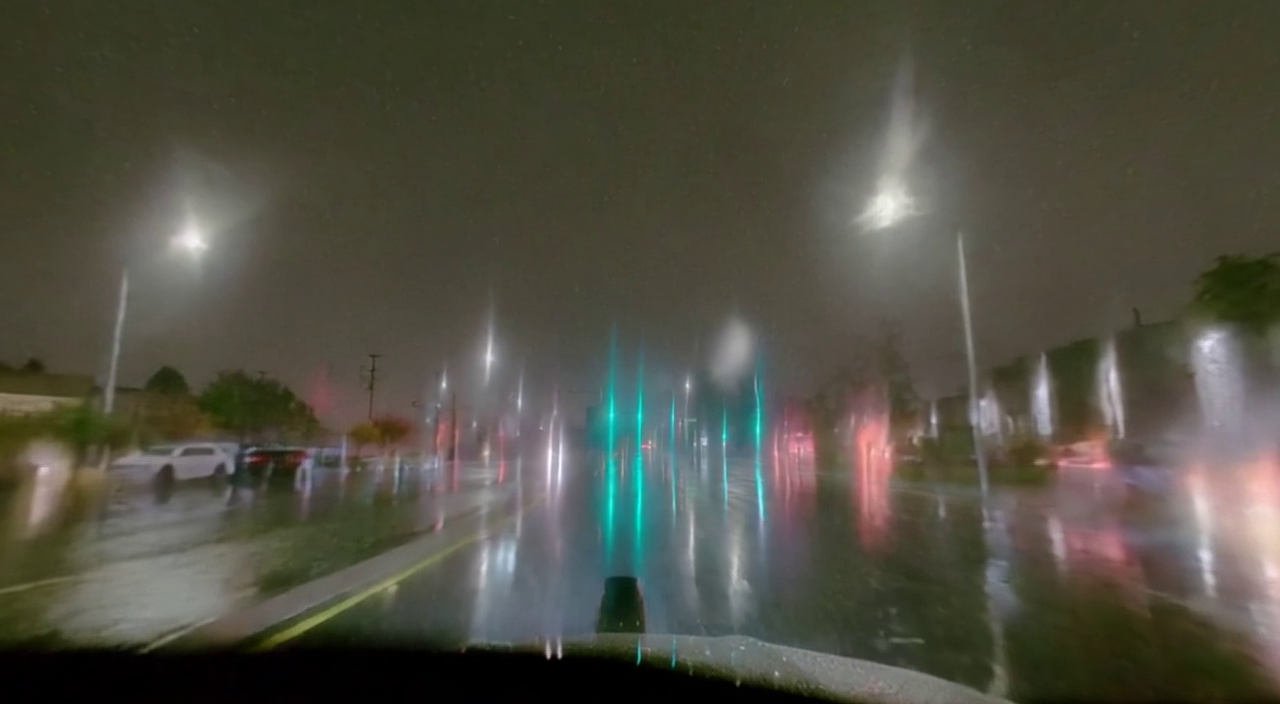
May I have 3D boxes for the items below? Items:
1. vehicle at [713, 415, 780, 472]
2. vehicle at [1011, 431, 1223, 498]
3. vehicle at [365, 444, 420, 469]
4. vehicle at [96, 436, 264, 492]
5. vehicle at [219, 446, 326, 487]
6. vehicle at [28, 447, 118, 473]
[{"bbox_3d":[6.552,5.823,40.006,2.802,3.208,7.459,1,-9,-1],"label":"vehicle"},{"bbox_3d":[12.739,3.036,17.355,2.079,1.541,4.801,0,-9,0],"label":"vehicle"},{"bbox_3d":[-18.263,7.720,46.713,2.097,1.733,4.527,0,-9,1],"label":"vehicle"},{"bbox_3d":[-18.550,4.515,25.950,2.390,1.995,5.895,0,-8,1],"label":"vehicle"},{"bbox_3d":[-15.228,4.741,26.378,1.917,1.577,3.995,0,-9,3],"label":"vehicle"},{"bbox_3d":[-37.119,7.052,41.371,1.906,1.618,4.188,0,-9,2],"label":"vehicle"}]
